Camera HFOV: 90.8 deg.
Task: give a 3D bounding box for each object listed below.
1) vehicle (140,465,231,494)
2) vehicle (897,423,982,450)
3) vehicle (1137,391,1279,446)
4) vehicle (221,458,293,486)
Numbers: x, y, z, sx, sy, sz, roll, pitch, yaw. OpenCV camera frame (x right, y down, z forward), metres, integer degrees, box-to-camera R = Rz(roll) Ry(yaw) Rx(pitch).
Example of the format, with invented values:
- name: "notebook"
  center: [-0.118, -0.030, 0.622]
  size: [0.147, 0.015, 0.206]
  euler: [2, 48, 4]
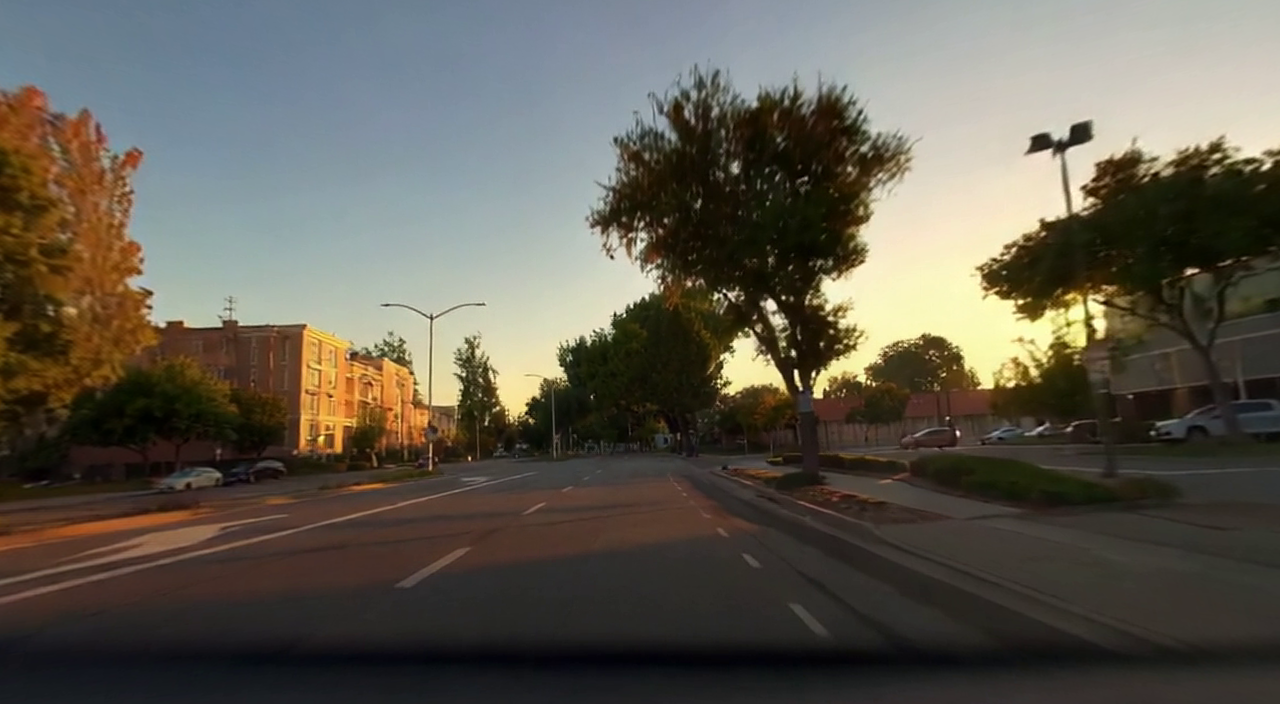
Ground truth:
- name: "vehicle"
  center: [-26.914, 7.551, 37.646]
  size: [1.916, 1.456, 4.597]
  euler: [0, -8, 1]
- name: "vehicle"
  center: [22.346, 6.300, 47.307]
  size: [5.135, 1.964, 2.402]
  euler: [0, -7, 1]
- name: "vehicle"
  center: [24.053, 2.751, 25.546]
  size: [6.146, 2.098, 2.167]
  euler: [1, -8, -4]
- name: "vehicle"
  center: [-26.495, 8.288, 43.889]
  size: [1.931, 1.673, 4.623]
  euler: [0, -8, 2]
